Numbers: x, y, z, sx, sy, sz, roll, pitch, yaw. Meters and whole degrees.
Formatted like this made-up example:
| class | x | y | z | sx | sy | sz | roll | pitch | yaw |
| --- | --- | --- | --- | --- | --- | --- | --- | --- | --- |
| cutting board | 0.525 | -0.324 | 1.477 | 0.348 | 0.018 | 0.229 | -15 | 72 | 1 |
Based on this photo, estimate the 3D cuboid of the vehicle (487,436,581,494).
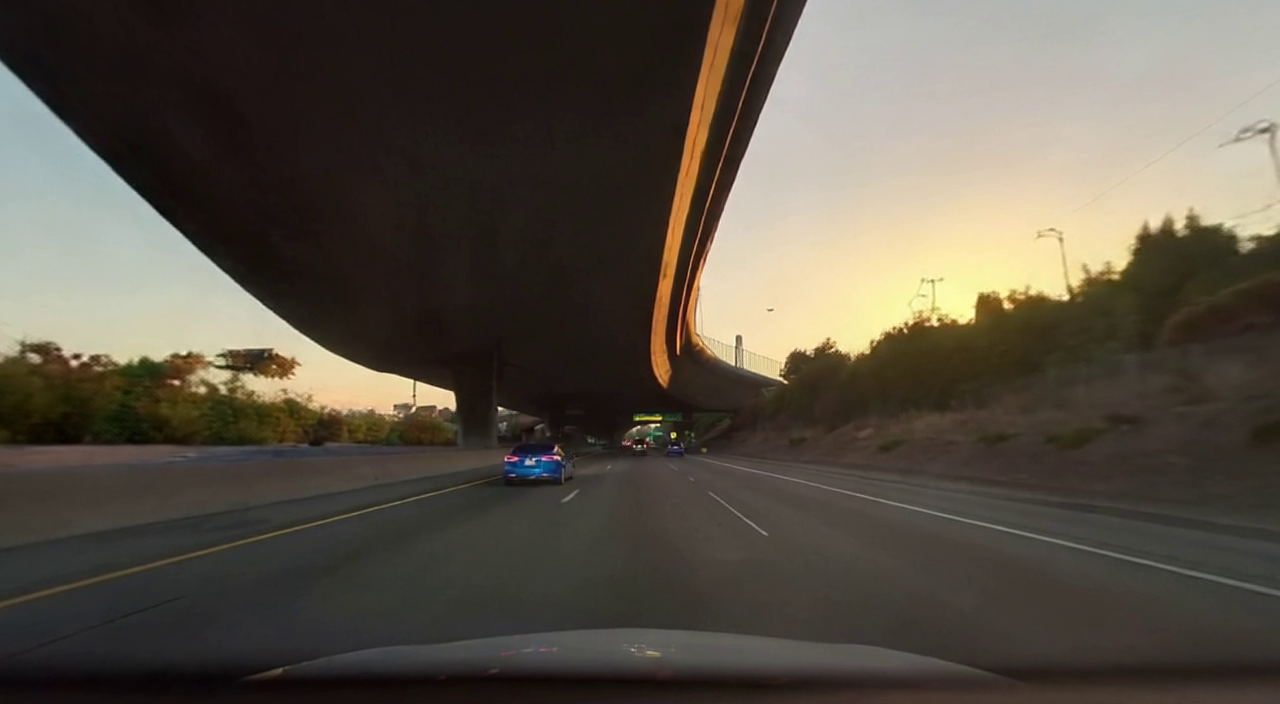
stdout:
| class | x | y | z | sx | sy | sz | roll | pitch | yaw |
| --- | --- | --- | --- | --- | --- | --- | --- | --- | --- |
| vehicle | -3.077 | 3.401 | 19.457 | 2.029 | 1.557 | 4.570 | 0 | -9 | 1 |
